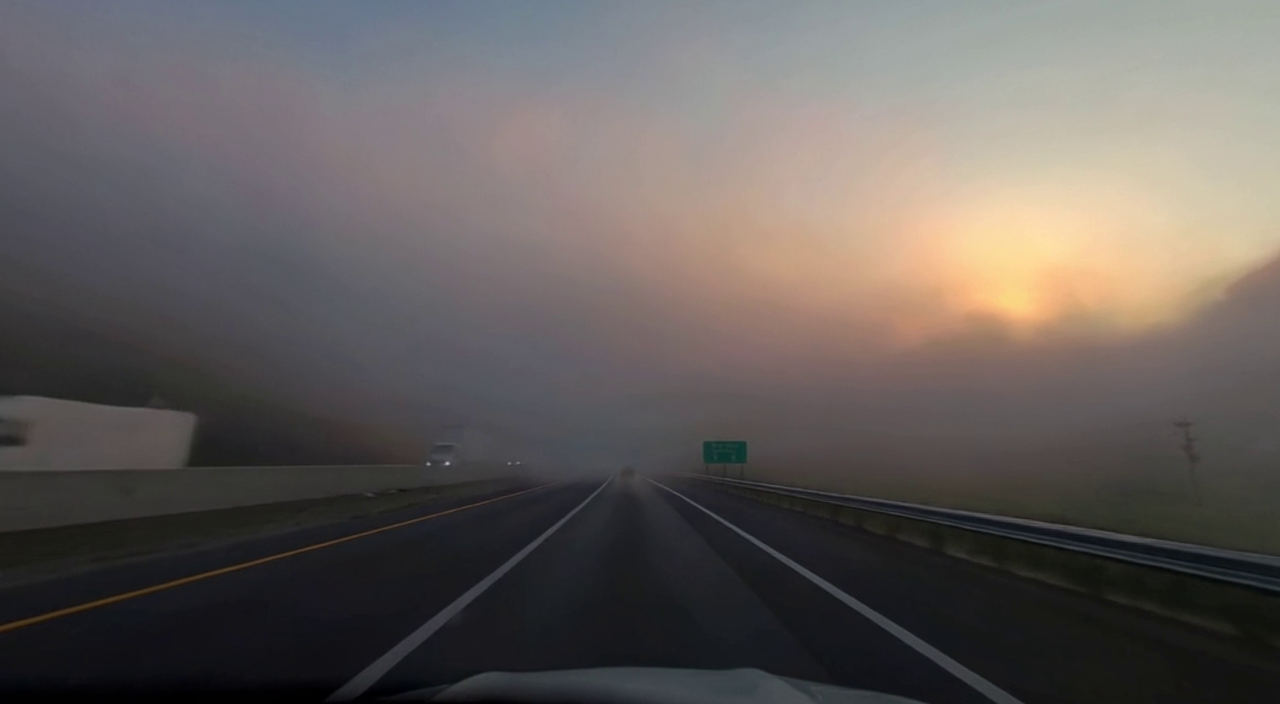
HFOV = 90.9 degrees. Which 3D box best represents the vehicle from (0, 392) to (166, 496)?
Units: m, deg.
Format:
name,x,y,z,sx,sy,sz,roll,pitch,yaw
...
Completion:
name,x,y,z,sx,sy,sz,roll,pitch,yaw
vehicle,-15.034,2.314,15.477,2.198,2.227,5.741,1,-10,0
